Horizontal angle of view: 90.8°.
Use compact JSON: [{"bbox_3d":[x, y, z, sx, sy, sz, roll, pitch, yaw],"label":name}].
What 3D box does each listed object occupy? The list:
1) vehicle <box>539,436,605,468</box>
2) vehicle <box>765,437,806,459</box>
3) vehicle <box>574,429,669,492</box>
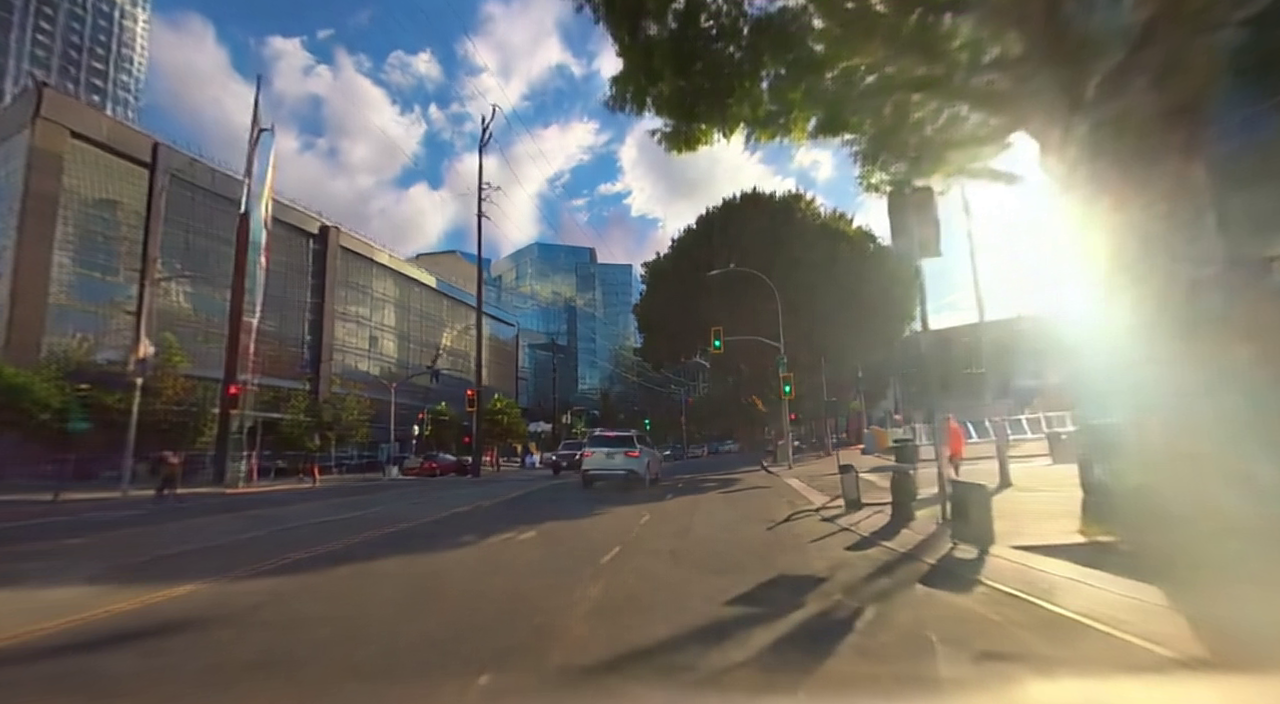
[{"bbox_3d":[-3.788,5.678,36.064,2.017,1.684,4.483,-3,-9,19],"label":"vehicle"},{"bbox_3d":[10.246,6.705,44.258,2.006,1.470,4.099,-4,-9,25],"label":"vehicle"},{"bbox_3d":[-0.423,3.311,19.632,2.101,1.721,4.364,-1,-9,10],"label":"vehicle"}]
